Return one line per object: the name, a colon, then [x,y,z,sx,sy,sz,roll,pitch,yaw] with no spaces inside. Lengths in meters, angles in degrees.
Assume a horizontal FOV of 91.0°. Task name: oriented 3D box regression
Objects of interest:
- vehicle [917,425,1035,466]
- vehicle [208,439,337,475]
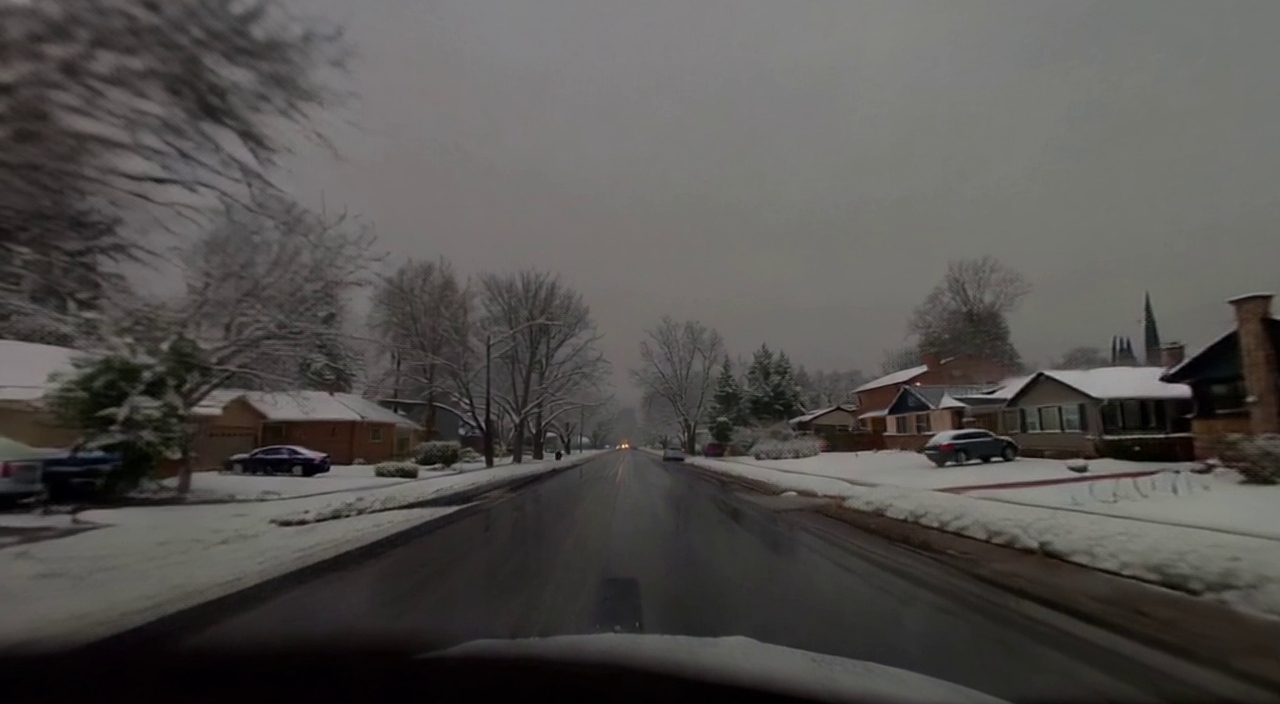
vehicle: [15.101,4.186,28.340,4.468,1.728,2.135,3,-9,-20]
vehicle: [-16.015,4.606,27.620,4.351,1.474,2.015,0,-9,-2]
